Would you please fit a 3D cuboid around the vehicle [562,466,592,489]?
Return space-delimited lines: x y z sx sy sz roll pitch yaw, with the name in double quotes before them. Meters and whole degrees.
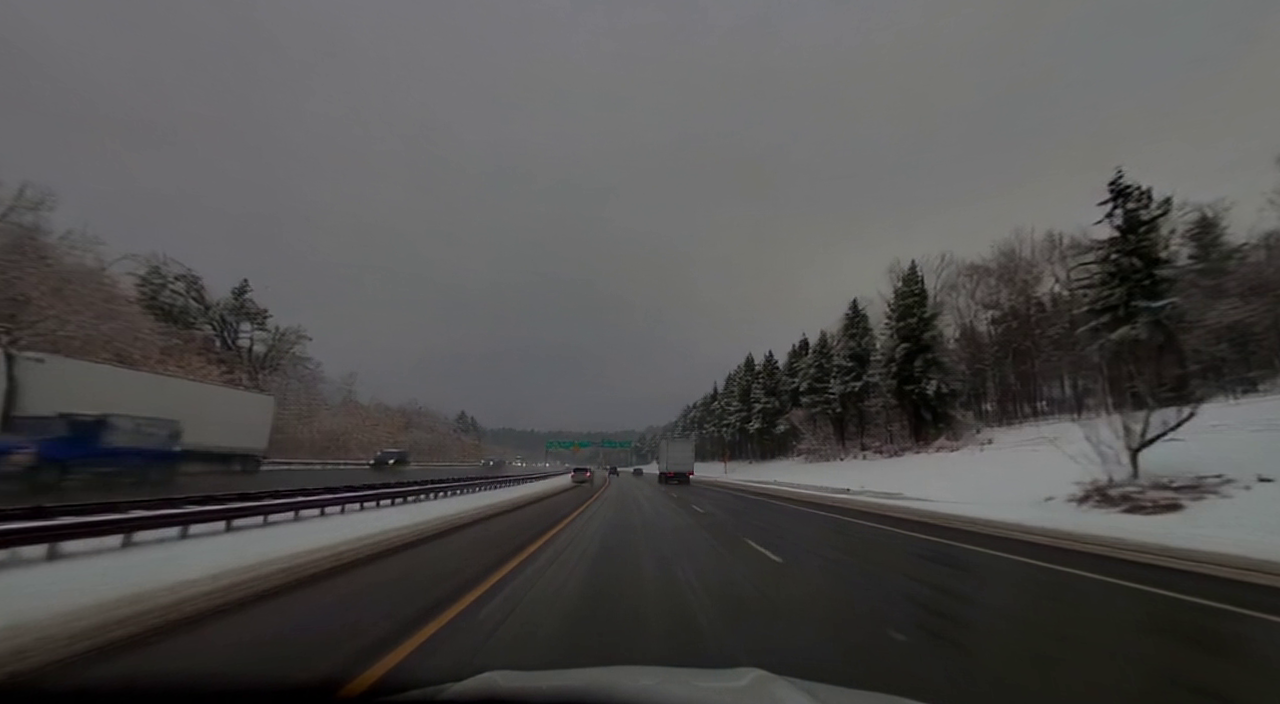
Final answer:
"vehicle" -4.381 8.823 44.302 1.868 1.485 3.770 1 -11 -2

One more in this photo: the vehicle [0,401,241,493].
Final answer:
"vehicle" -12.030 2.305 14.807 2.058 1.786 4.890 1 -11 -1

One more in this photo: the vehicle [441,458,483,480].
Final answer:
"vehicle" -12.584 8.303 44.768 1.850 1.415 4.233 1 -11 -2

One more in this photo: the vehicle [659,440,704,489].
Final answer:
"vehicle" 3.097 8.770 49.172 2.738 3.456 7.520 1 -11 -2

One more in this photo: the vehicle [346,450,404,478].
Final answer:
"vehicle" -16.175 6.889 38.656 1.854 1.582 3.969 1 -11 -2
